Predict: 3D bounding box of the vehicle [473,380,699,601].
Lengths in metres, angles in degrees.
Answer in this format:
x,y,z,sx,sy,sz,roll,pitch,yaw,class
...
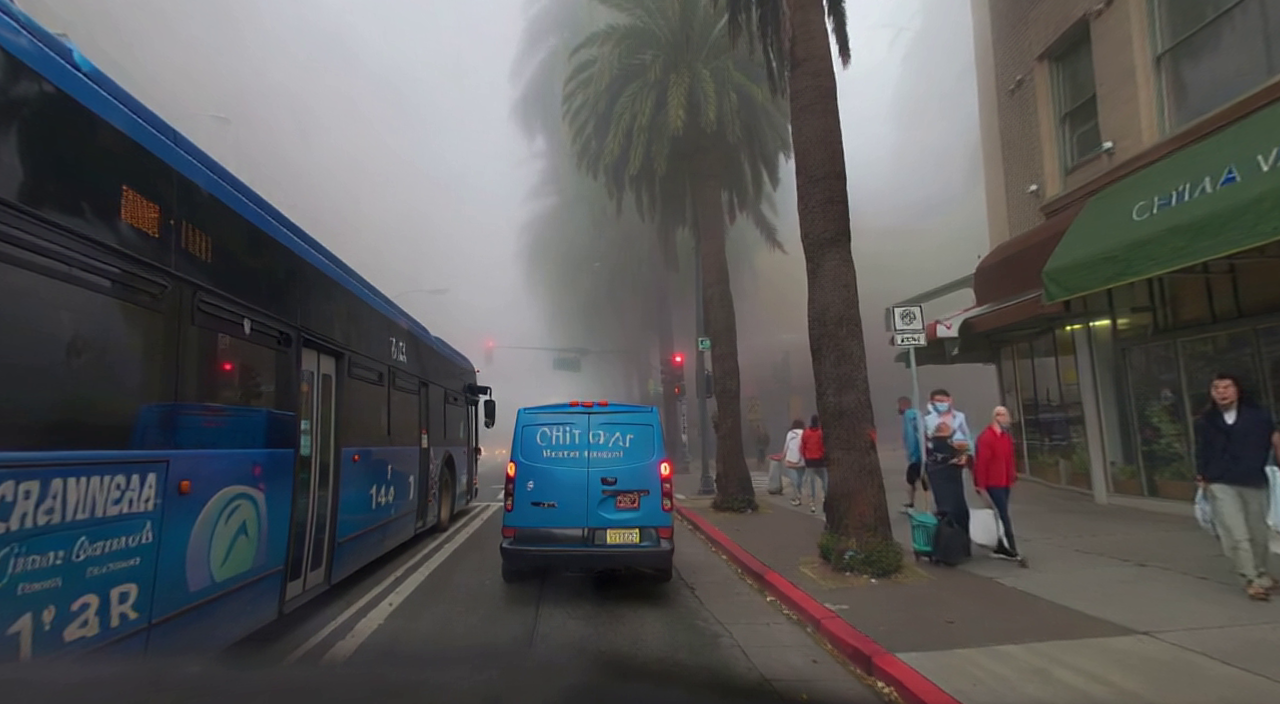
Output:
x,y,z,sx,sy,sz,roll,pitch,yaw,class
-0.796,1.525,7.791,2.002,1.907,4.211,1,-9,-9,vehicle

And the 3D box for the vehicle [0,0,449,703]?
x,y,z,sx,sy,sz,roll,pitch,yaw,class
-3.810,0.204,3.292,2.863,3.233,11.573,1,-8,-4,vehicle
